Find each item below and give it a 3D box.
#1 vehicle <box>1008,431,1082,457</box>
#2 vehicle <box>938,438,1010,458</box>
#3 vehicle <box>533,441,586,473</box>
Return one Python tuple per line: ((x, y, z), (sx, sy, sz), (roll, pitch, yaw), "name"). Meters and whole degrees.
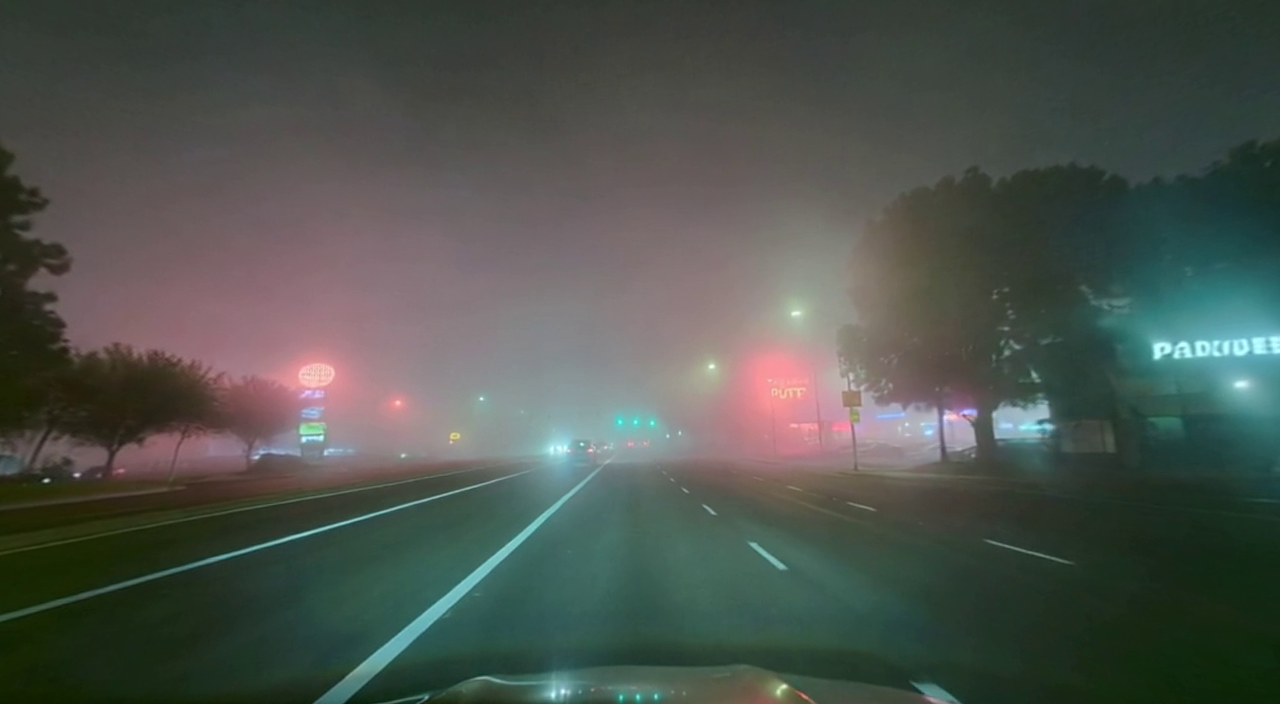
((30.352, 6.913, 47.506), (4.265, 1.659, 2.239), (-6, -9, 23), "vehicle")
((24.731, 7.133, 47.029), (4.554, 1.470, 2.020), (-4, -9, 24), "vehicle")
((-3.927, 5.216, 31.690), (2.097, 1.497, 4.571), (0, -8, 0), "vehicle")
